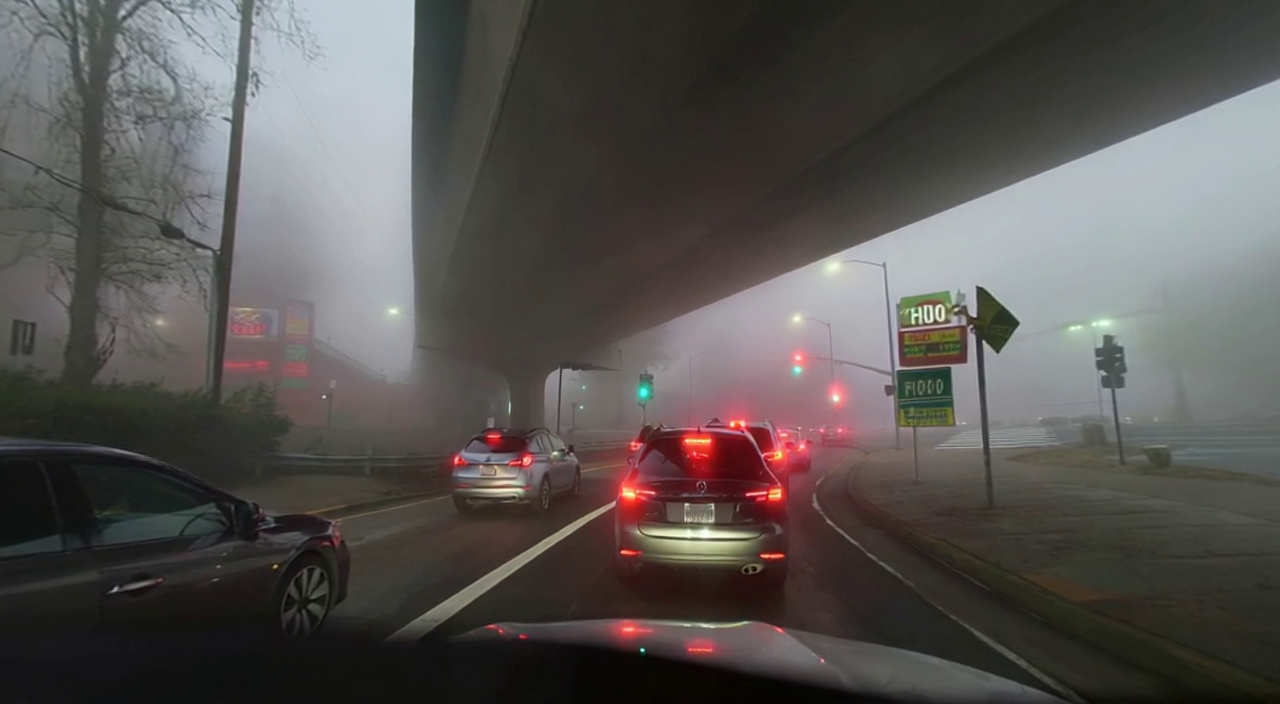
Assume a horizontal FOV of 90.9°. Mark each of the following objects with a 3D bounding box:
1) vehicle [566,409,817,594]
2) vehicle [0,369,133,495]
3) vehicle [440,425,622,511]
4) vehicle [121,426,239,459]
[{"bbox_3d":[0.760,1.624,7.767,2.195,1.571,4.353,-2,-8,9],"label":"vehicle"},{"bbox_3d":[-24.317,2.770,19.603,13.064,3.755,3.269,-1,-8,-13],"label":"vehicle"},{"bbox_3d":[-2.086,2.453,13.834,2.214,1.519,4.704,-2,-9,13],"label":"vehicle"},{"bbox_3d":[-28.994,5.738,39.952,5.457,2.021,2.213,2,-9,-13],"label":"vehicle"}]
